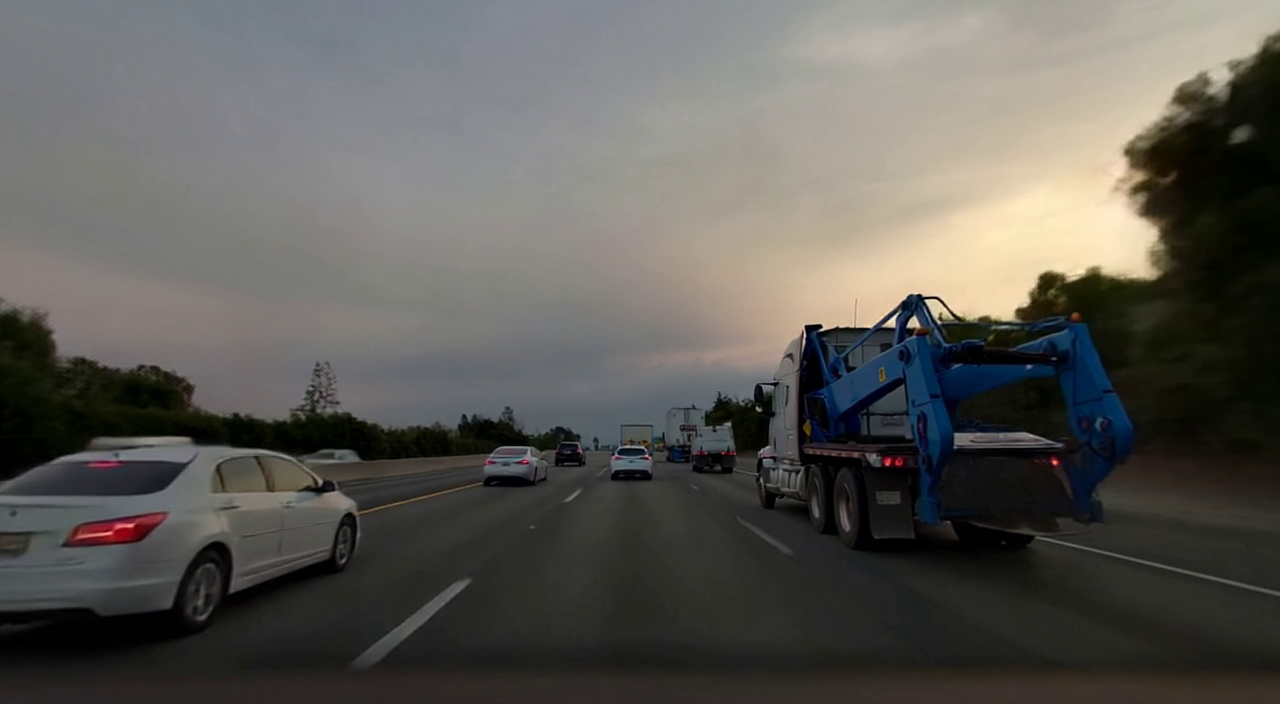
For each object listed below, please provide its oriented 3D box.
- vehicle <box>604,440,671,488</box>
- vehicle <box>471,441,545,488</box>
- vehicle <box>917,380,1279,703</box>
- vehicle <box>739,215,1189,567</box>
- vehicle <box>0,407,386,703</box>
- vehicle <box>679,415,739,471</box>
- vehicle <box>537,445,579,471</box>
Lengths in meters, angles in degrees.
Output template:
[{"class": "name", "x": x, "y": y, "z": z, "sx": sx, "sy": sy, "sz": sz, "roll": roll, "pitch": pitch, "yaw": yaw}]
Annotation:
[{"class": "vehicle", "x": -0.131, "y": 3.941, "z": 22.319, "sx": 2.150, "sy": 1.498, "sz": 3.988, "roll": 0, "pitch": -9, "yaw": -2}, {"class": "vehicle", "x": -4.655, "y": 4.023, "z": 22.688, "sx": 1.858, "sy": 1.527, "sz": 3.974, "roll": 0, "pitch": -9, "yaw": 0}, {"class": "vehicle", "x": 4.044, "y": 1.021, "z": 3.198, "sx": 2.599, "sy": 1.631, "sz": 5.693, "roll": 0, "pitch": -9, "yaw": -1}, {"class": "vehicle", "x": 3.891, "y": 0.970, "z": 10.614, "sx": 2.975, "sy": 3.618, "sz": 8.456, "roll": 0, "pitch": -9, "yaw": 0}, {"class": "vehicle", "x": -4.123, "y": 1.387, "z": 5.345, "sx": 1.880, "sy": 1.507, "sz": 4.757, "roll": 0, "pitch": -9, "yaw": 0}, {"class": "vehicle", "x": 3.784, "y": 5.224, "z": 35.775, "sx": 2.416, "sy": 2.829, "sz": 7.016, "roll": 0, "pitch": -9, "yaw": -1}, {"class": "vehicle", "x": -4.875, "y": 6.362, "z": 37.748, "sx": 1.924, "sy": 1.481, "sz": 4.264, "roll": 0, "pitch": -9, "yaw": 0}]
